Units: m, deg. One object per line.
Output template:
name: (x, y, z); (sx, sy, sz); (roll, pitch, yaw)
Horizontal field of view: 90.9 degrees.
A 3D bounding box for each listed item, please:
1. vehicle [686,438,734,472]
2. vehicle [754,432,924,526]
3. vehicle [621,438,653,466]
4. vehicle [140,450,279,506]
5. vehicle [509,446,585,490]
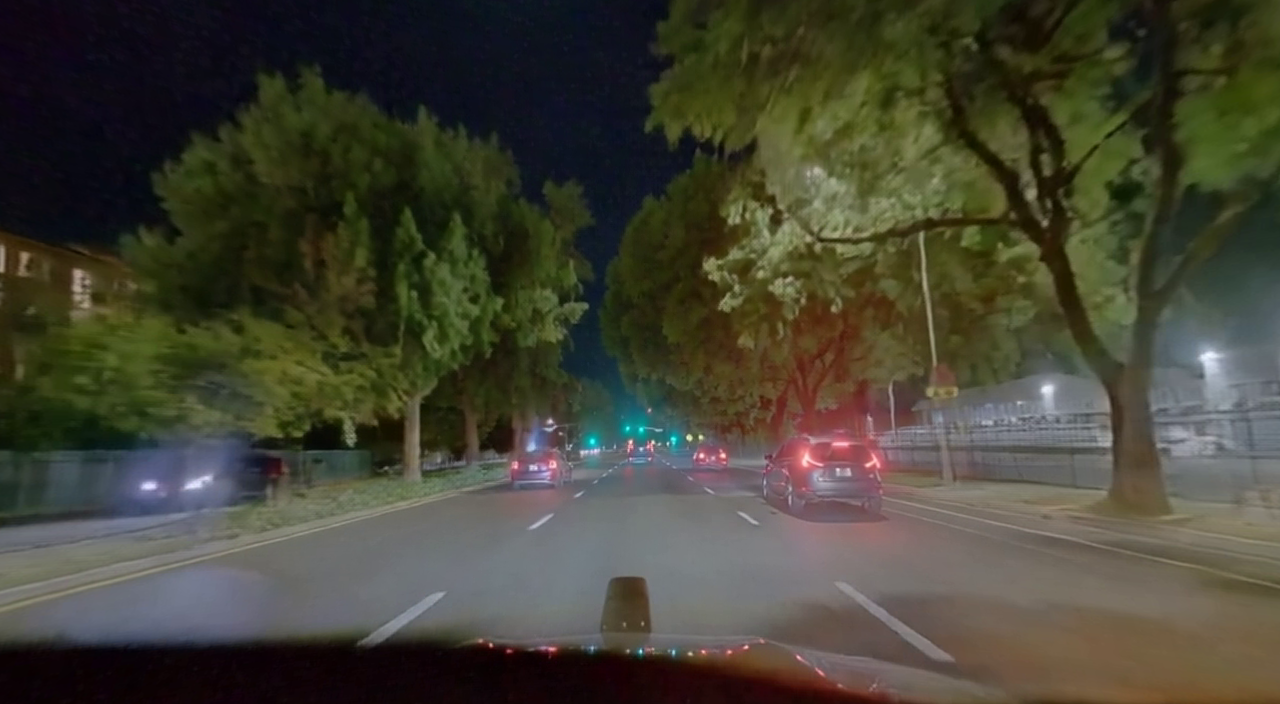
vehicle: (3.735, 5.549, 34.255); (1.980, 1.709, 4.367); (0, -8, -1)
vehicle: (3.578, 2.353, 12.271); (1.919, 1.502, 4.232); (0, -8, 0)
vehicle: (-0.231, 7.269, 46.032); (2.247, 1.882, 4.603); (0, -8, -1)
vehicle: (-16.449, 4.791, 24.476); (2.011, 1.892, 4.711); (0, -8, 0)
vehicle: (-3.107, 3.947, 21.832); (2.013, 1.354, 3.908); (0, -8, 0)
